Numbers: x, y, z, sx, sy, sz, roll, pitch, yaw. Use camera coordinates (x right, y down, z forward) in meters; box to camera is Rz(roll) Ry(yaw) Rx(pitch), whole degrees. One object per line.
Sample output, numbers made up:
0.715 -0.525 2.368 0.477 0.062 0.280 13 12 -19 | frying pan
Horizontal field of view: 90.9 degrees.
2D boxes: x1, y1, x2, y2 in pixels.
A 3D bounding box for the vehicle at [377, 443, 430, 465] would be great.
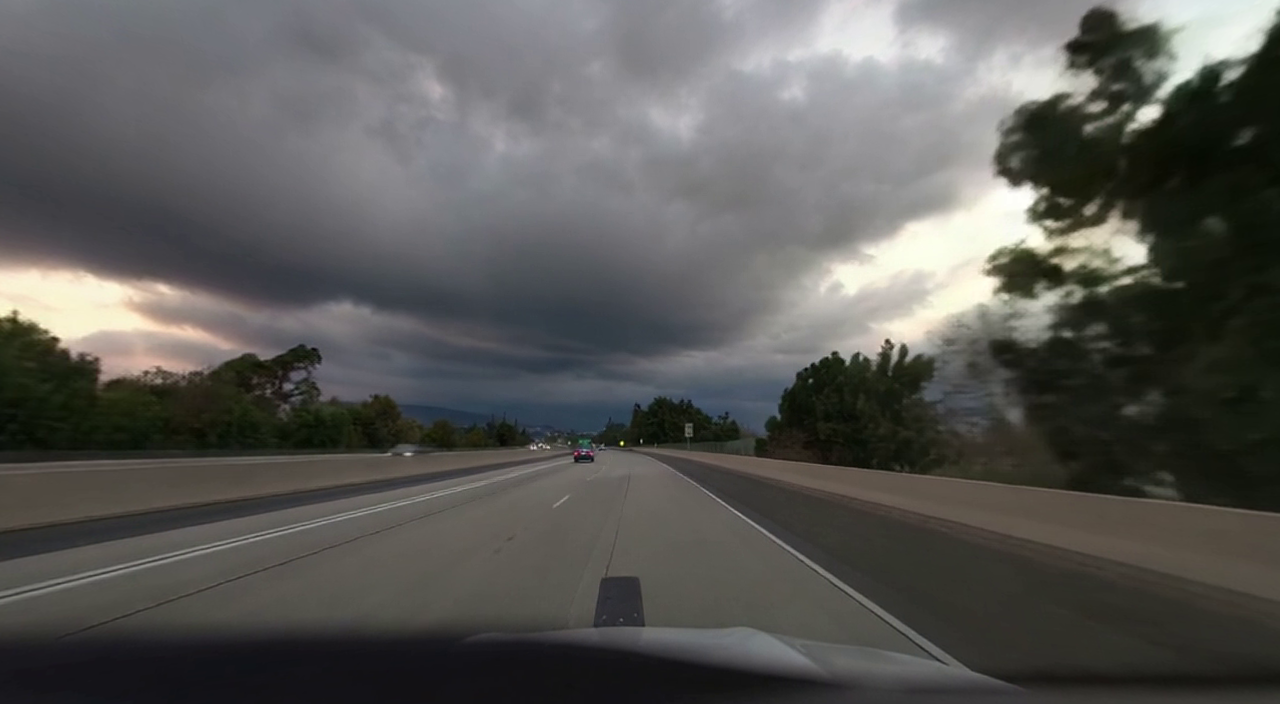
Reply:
-17.416 7.522 46.680 2.081 1.532 4.784 0 -9 -1 | vehicle
